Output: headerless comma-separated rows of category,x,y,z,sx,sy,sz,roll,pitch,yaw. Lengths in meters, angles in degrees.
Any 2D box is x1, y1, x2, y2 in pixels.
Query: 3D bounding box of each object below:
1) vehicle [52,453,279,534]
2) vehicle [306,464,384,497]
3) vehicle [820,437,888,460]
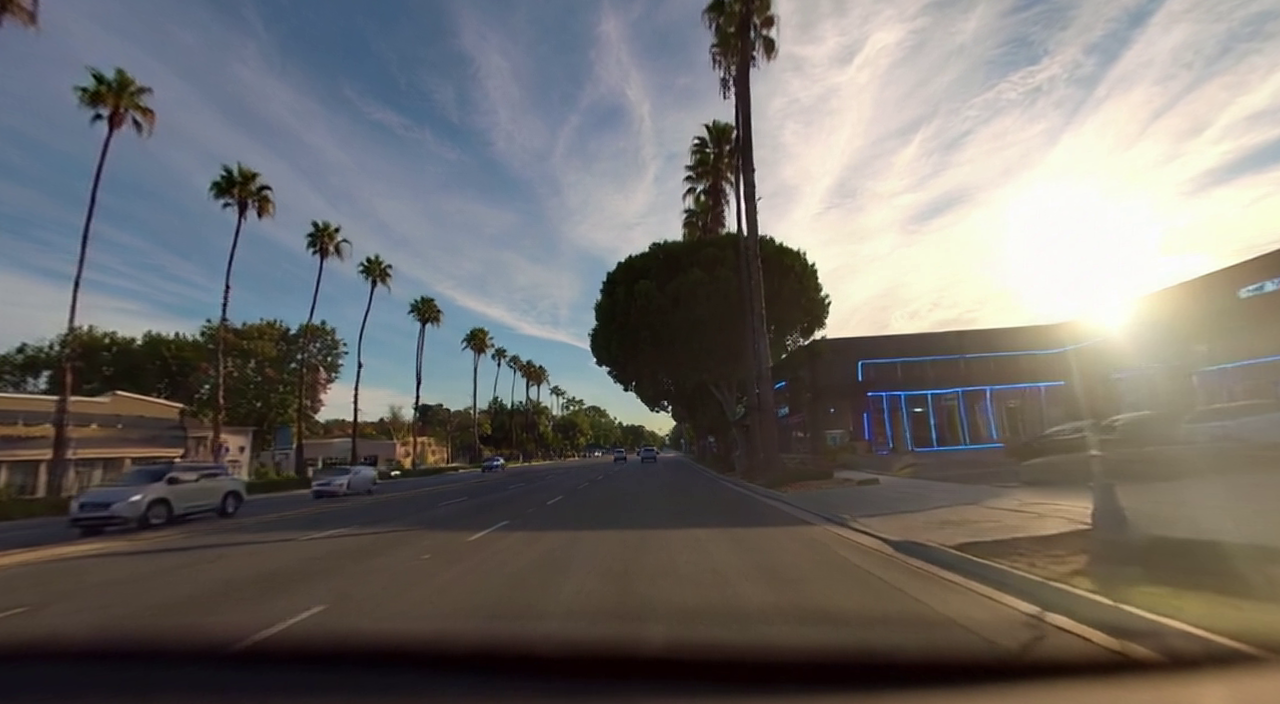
vehicle,-12.495,3.691,17.235,2.306,1.807,4.927,0,-9,1
vehicle,-15.637,6.817,33.819,1.940,1.492,4.495,0,-9,1
vehicle,16.746,7.580,49.572,4.577,1.750,2.115,1,-9,-6
